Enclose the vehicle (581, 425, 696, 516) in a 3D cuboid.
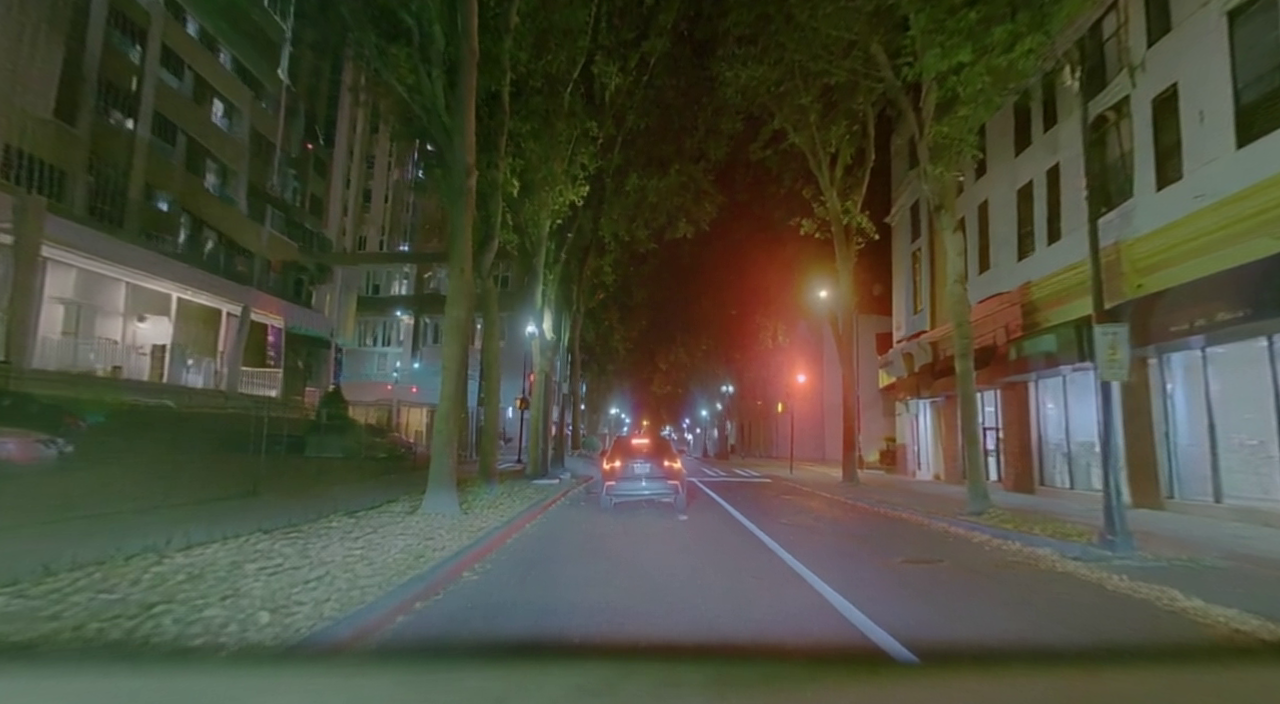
[{"bbox_3d":[-0.069,2.449,13.439,2.079,1.621,3.861,0,-9,-1],"label":"vehicle"}]
